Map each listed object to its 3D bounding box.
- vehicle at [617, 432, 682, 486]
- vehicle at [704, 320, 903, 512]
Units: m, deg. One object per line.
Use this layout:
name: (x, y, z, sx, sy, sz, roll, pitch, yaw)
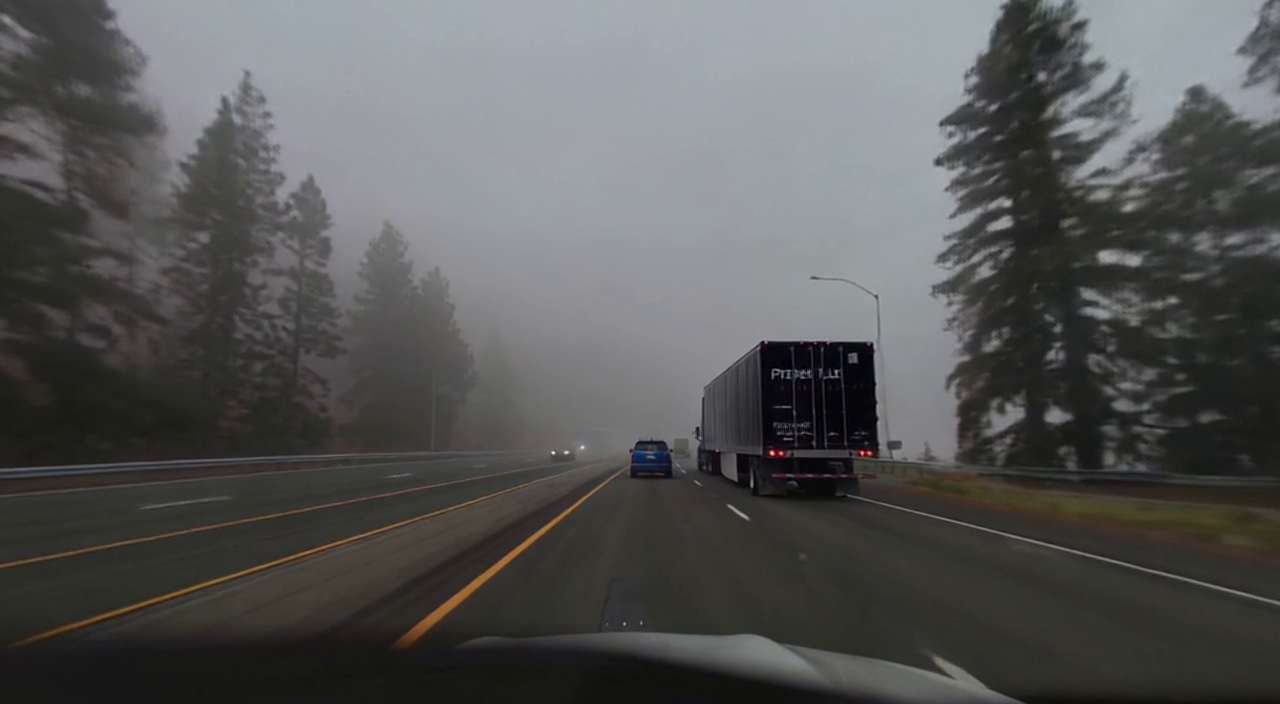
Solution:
vehicle: (0.364, 4.021, 24.063, 2.222, 1.848, 4.610, 0, -8, 1)
vehicle: (4.344, 2.571, 22.003, 2.899, 4.160, 16.621, 0, -8, 1)
